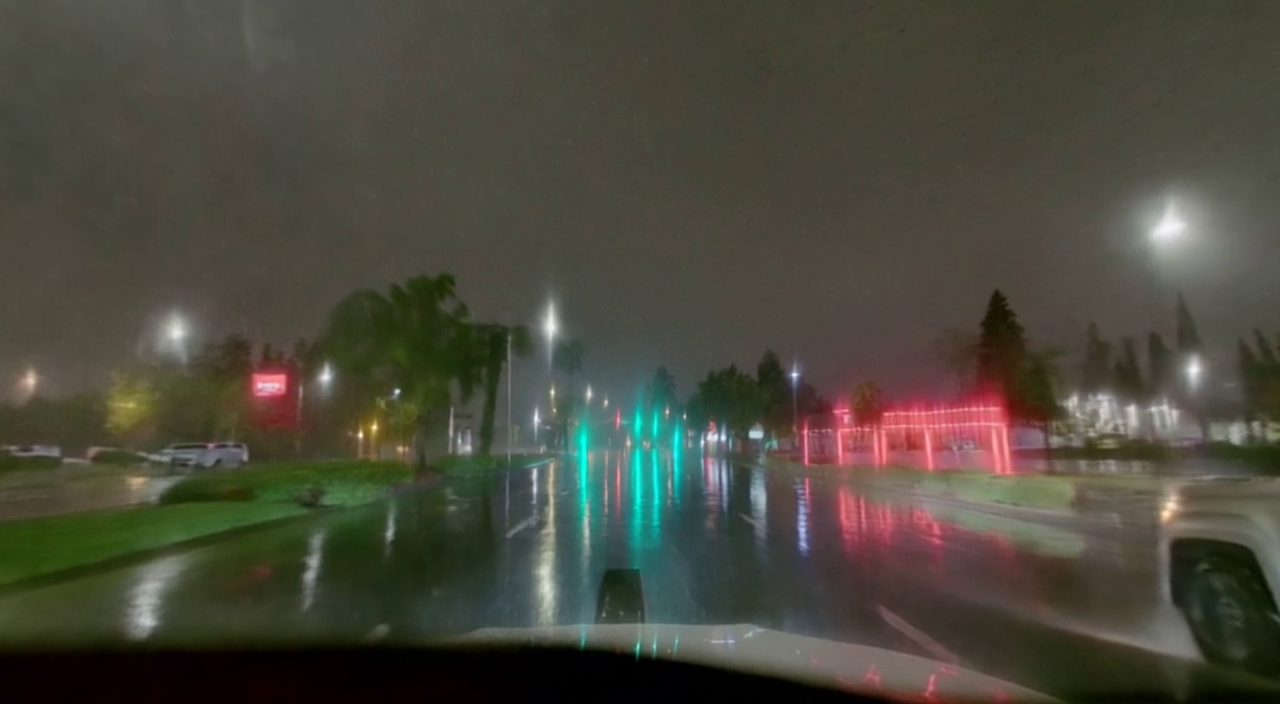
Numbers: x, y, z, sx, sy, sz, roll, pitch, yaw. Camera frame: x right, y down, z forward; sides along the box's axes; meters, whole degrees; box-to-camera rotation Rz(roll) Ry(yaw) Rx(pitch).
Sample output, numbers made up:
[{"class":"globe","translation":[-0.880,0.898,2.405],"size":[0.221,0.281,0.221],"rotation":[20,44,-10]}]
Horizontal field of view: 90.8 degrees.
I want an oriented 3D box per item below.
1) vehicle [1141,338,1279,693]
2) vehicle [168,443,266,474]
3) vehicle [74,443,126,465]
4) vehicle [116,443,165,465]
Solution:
[{"class":"vehicle","translation":[4.655,0.684,1.819],"size":[2.185,1.956,5.128],"rotation":[0,-8,0]},{"class":"vehicle","translation":[-22.569,5.669,33.971],"size":[1.864,1.510,4.664],"rotation":[0,-8,2]},{"class":"vehicle","translation":[-37.955,7.146,44.493],"size":[1.929,1.428,3.799],"rotation":[4,-9,-28]},{"class":"vehicle","translation":[-35.171,7.157,44.543],"size":[1.829,1.448,4.124],"rotation":[4,-9,-27]}]
